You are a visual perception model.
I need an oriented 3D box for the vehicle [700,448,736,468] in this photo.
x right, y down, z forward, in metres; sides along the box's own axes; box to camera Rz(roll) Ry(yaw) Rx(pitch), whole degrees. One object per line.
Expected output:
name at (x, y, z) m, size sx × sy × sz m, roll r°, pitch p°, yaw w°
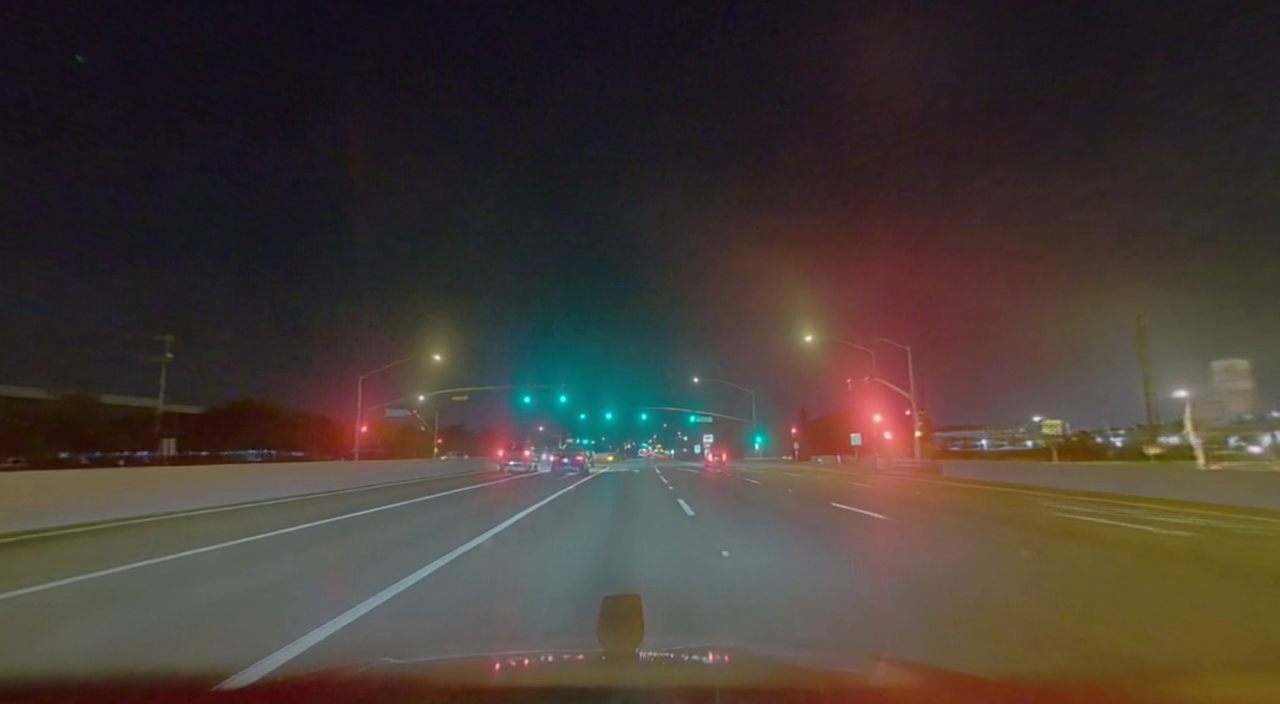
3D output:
vehicle at (6.094, 8.329, 49.900) m, size 2.187 × 1.475 × 4.529 m, roll 0°, pitch -9°, yaw -2°

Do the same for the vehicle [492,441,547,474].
vehicle at (-7.276, 6.429, 38.769) m, size 2.185 × 1.810 × 5.589 m, roll 0°, pitch -8°, yaw 1°

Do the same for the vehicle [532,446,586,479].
vehicle at (-3.815, 5.284, 30.500) m, size 2.018 × 1.463 × 4.603 m, roll 0°, pitch -9°, yaw 0°
